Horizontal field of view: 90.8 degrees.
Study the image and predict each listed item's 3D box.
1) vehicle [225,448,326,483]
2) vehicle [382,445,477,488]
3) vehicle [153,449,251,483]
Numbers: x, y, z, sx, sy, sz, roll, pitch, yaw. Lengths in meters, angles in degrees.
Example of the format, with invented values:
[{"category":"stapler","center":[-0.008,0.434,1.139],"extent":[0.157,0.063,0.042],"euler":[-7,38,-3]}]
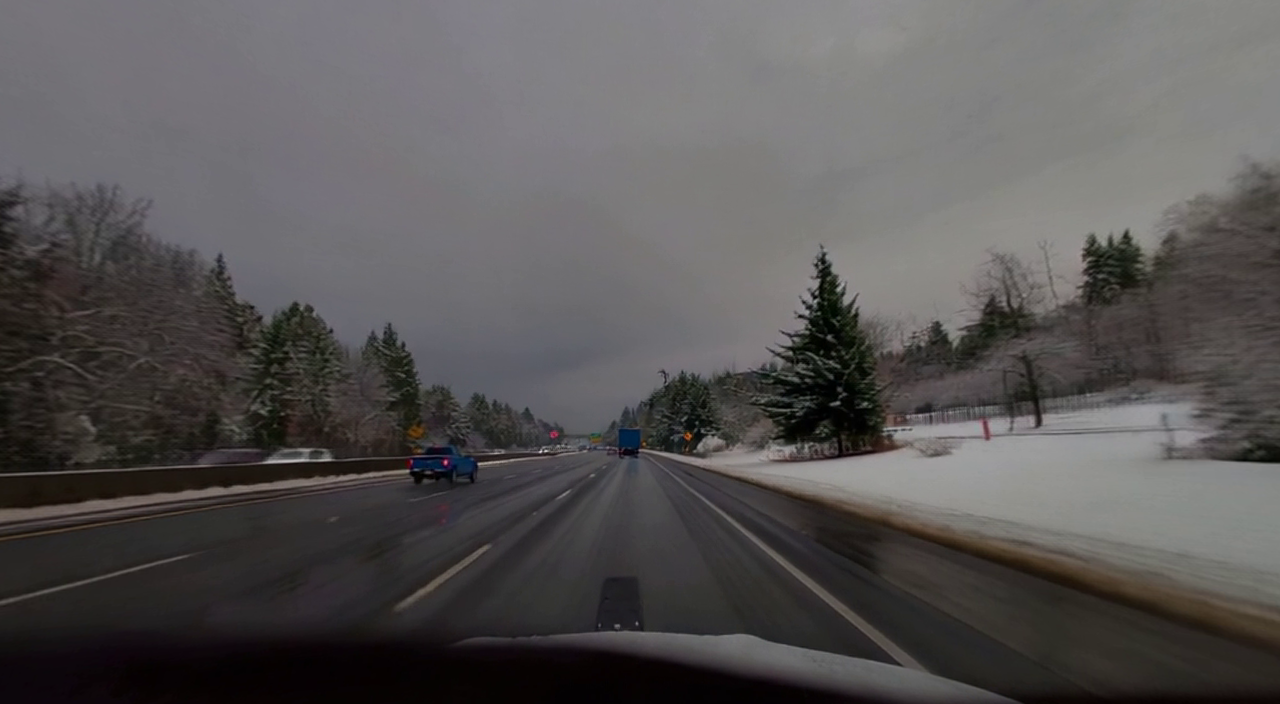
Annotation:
[{"category":"vehicle","center":[-17.672,5.491,30.984],"extent":[2.261,1.528,4.563],"euler":[0,-9,-1]},{"category":"vehicle","center":[-8.060,4.400,24.687],"extent":[2.155,1.504,4.490],"euler":[0,-9,0]},{"category":"vehicle","center":[-21.788,5.669,31.671],"extent":[1.848,1.553,4.323],"euler":[0,-9,-1]}]
